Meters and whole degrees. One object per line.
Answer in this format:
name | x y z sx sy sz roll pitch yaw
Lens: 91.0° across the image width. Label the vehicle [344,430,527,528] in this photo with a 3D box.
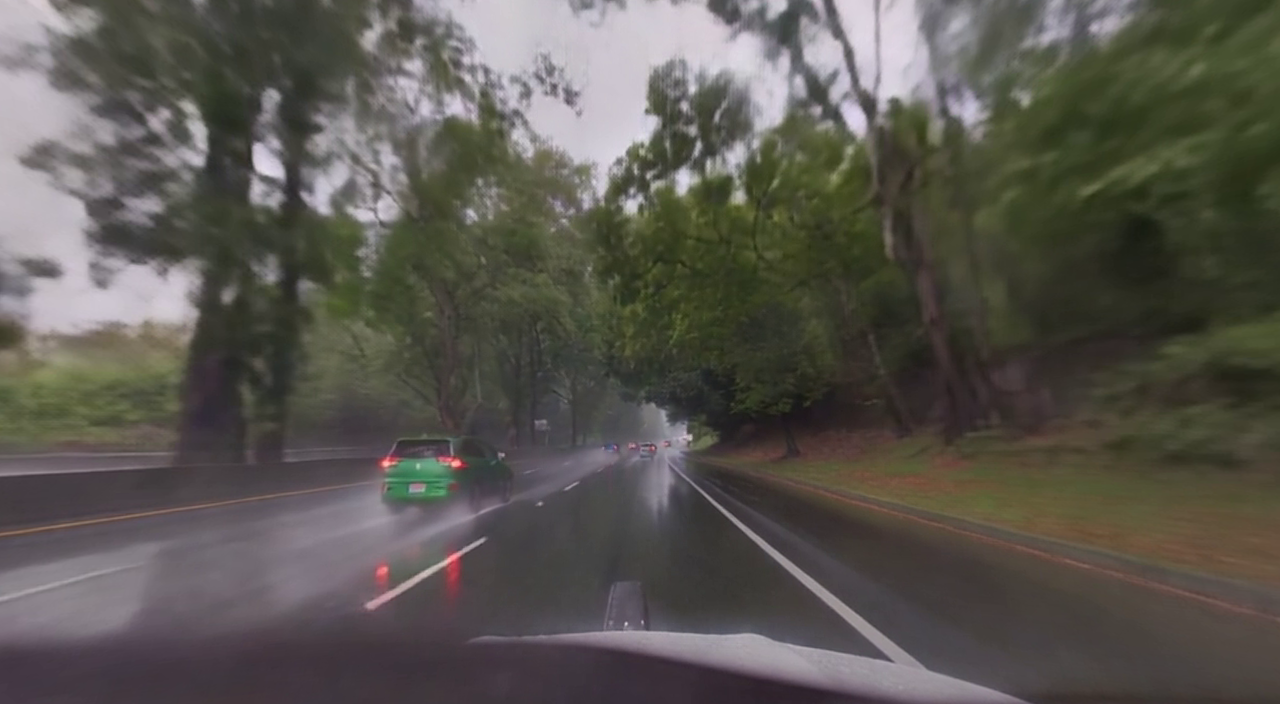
vehicle | -3.646 2.324 12.161 1.993 1.538 4.192 0 -8 2
